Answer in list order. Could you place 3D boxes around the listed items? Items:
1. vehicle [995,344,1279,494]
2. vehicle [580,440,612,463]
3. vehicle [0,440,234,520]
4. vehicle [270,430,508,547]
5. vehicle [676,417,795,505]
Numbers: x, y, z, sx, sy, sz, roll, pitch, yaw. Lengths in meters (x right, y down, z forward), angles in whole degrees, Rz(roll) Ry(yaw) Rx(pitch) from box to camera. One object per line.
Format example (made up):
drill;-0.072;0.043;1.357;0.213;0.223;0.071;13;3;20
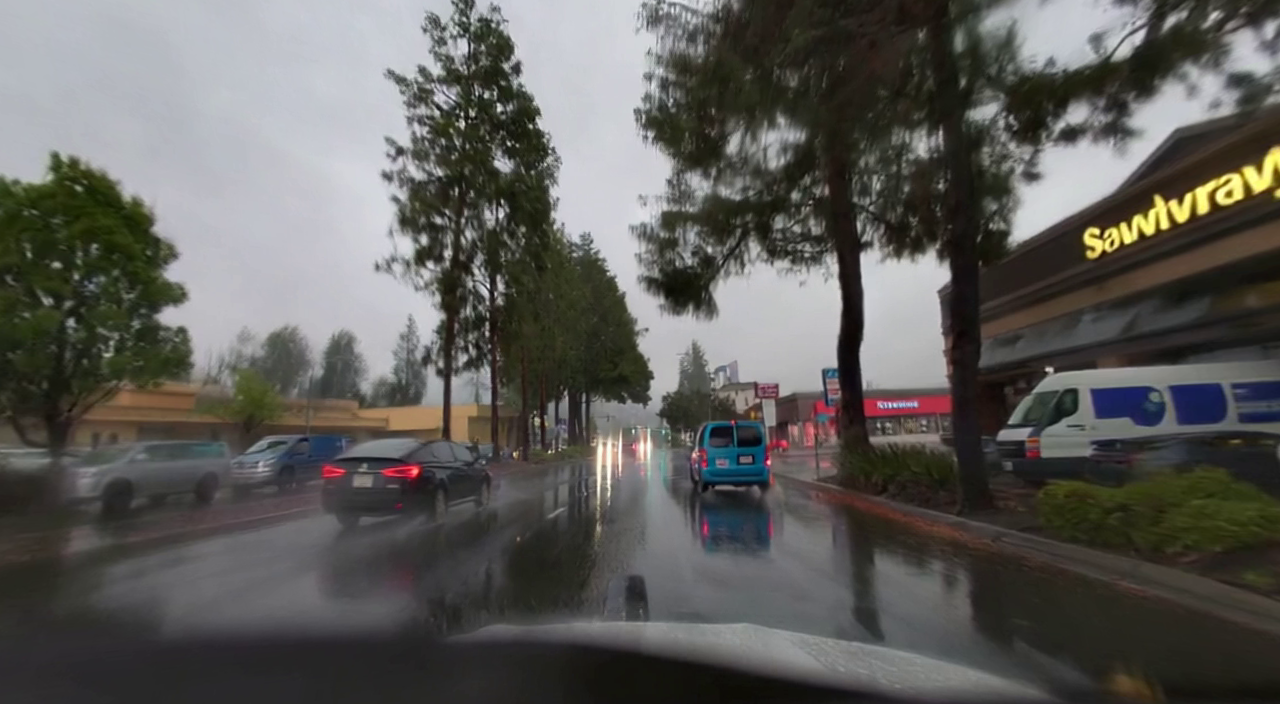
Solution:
vehicle;13.179;1.653;15.315;7.188;3.303;2.772;0;-8;0
vehicle;-2.946;6.804;43.017;1.840;1.442;4.050;0;-8;1
vehicle;-11.855;2.832;14.534;1.854;1.522;4.473;0;-8;0
vehicle;-3.677;2.073;10.274;1.966;1.481;4.385;0;-8;2
vehicle;2.071;2.564;15.079;2.293;1.779;4.457;-1;-8;2
